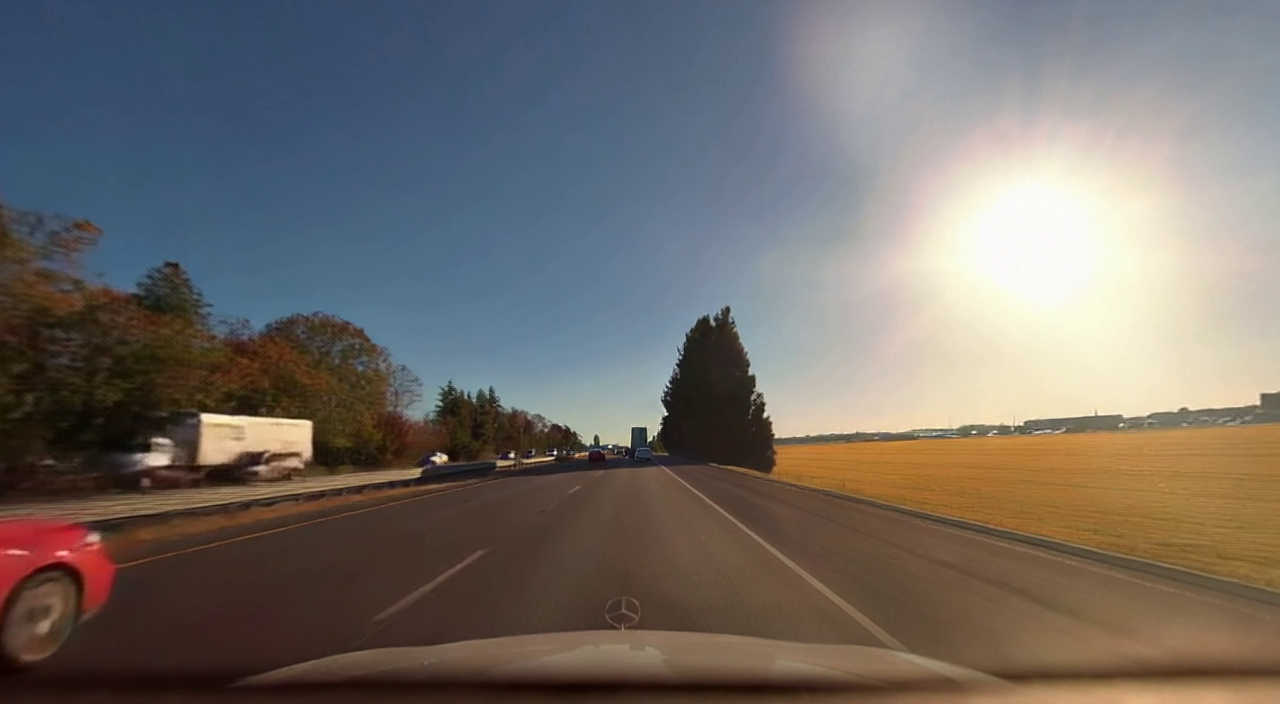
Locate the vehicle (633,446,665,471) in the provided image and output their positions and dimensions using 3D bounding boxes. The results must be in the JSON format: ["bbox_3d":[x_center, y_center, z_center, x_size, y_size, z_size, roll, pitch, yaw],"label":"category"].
[{"bbox_3d":[0.554,7.078,42.116,1.992,1.593,3.937,0,-9,-1],"label":"vehicle"}]

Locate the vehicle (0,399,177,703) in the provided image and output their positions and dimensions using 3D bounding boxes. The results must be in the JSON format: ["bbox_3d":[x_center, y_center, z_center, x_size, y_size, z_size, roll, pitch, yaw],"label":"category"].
[{"bbox_3d":[-4.263,0.881,2.260,2.172,1.548,3.953,0,-9,0],"label":"vehicle"}]

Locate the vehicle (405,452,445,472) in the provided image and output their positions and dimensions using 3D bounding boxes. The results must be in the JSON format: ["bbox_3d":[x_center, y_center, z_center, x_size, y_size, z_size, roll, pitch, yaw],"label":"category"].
[{"bbox_3d":[-16.882,8.628,49.681,1.921,1.452,3.579,0,-9,0],"label":"vehicle"}]
